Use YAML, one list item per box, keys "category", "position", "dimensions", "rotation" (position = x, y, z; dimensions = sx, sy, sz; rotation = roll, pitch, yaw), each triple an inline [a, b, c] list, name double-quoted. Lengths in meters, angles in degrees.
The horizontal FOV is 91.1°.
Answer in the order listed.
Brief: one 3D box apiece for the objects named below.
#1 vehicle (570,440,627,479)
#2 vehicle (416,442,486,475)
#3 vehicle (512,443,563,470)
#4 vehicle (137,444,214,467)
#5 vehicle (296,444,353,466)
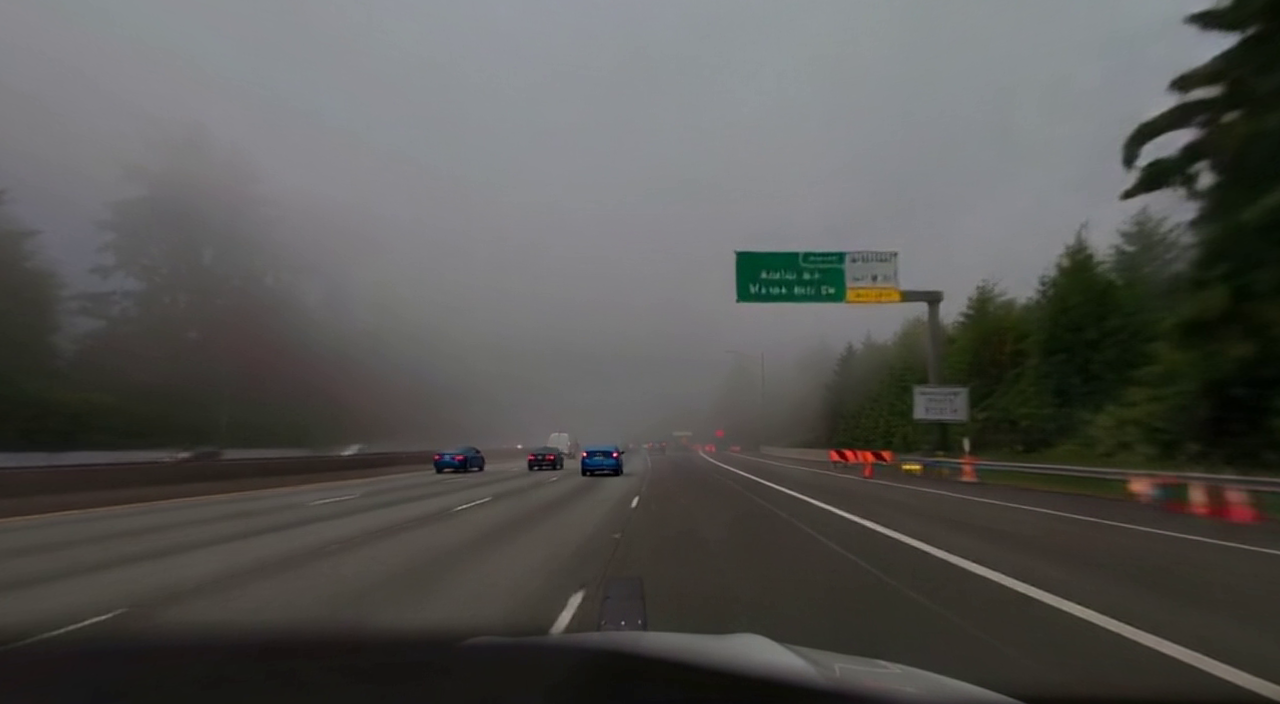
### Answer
- category: "vehicle"
  position: [-1.656, 4.526, 26.801]
  dimensions: [1.963, 1.462, 4.681]
  rotation: [0, -8, 2]
- category: "vehicle"
  position: [-9.230, 5.201, 31.076]
  dimensions: [1.946, 1.472, 4.472]
  rotation: [0, -8, 2]
- category: "vehicle"
  position: [-5.739, 5.887, 35.715]
  dimensions: [1.951, 1.439, 4.633]
  rotation: [0, -8, 2]
- category: "vehicle"
  position: [-32.967, 7.338, 44.709]
  dimensions: [1.846, 1.459, 4.832]
  rotation: [0, -8, -1]
- category: "vehicle"
  position: [-22.837, 7.458, 45.626]
  dimensions: [1.827, 1.470, 4.274]
  rotation: [0, -8, 1]
